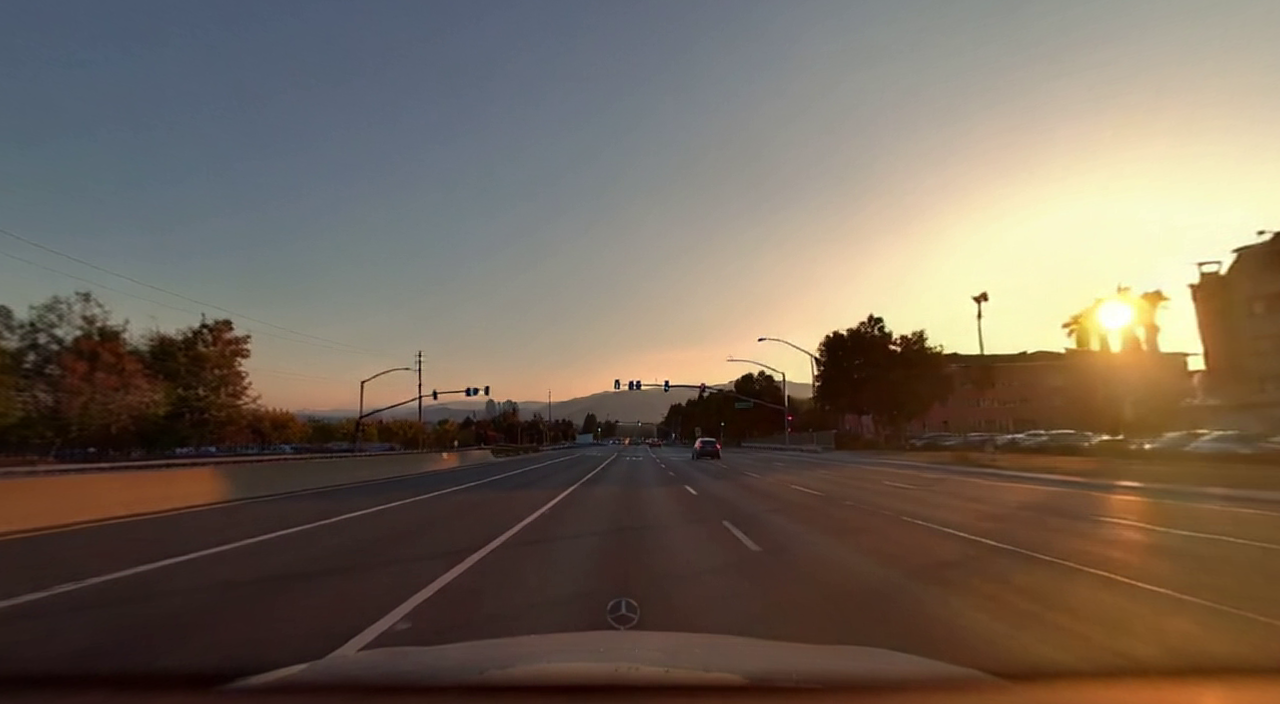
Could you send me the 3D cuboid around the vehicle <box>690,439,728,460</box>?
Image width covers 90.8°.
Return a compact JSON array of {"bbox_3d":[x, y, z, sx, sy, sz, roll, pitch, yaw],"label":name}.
[{"bbox_3d":[5.036,7.189,46.724,2.187,1.475,4.529,0,-8,-1],"label":"vehicle"}]
